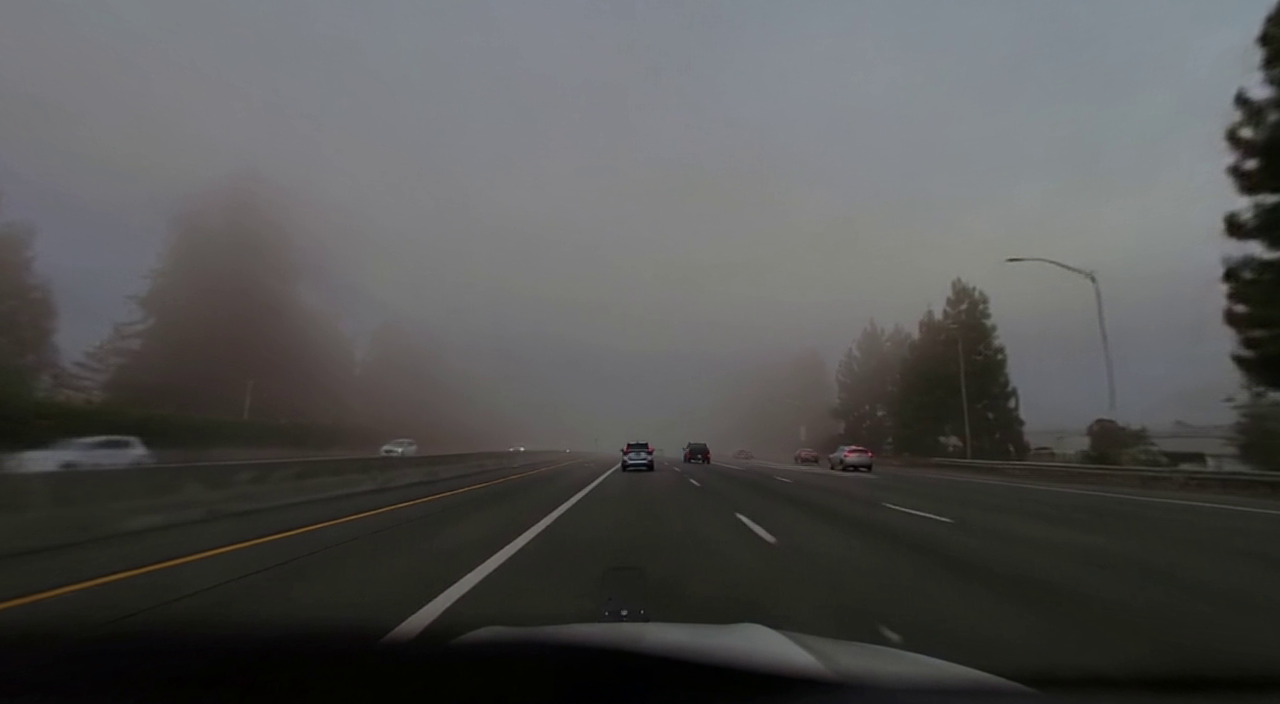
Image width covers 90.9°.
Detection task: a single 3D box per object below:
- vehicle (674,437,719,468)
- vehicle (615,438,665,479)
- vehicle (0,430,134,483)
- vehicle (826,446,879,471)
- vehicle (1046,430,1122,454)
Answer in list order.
[{"bbox_3d":[3.875,7.010,44.276,2.505,2.020,5.532,0,-9,-1],"label":"vehicle"},{"bbox_3d":[-0.039,4.784,28.658,2.105,1.711,4.293,0,-9,-1],"label":"vehicle"},{"bbox_3d":[-21.941,3.867,23.600,2.021,1.772,4.697,0,-9,0],"label":"vehicle"},{"bbox_3d":[13.411,6.720,40.071,1.872,1.459,4.502,0,-9,2],"label":"vehicle"},{"bbox_3d":[34.846,7.105,49.572,4.402,1.637,1.847,2,-10,4],"label":"vehicle"}]
